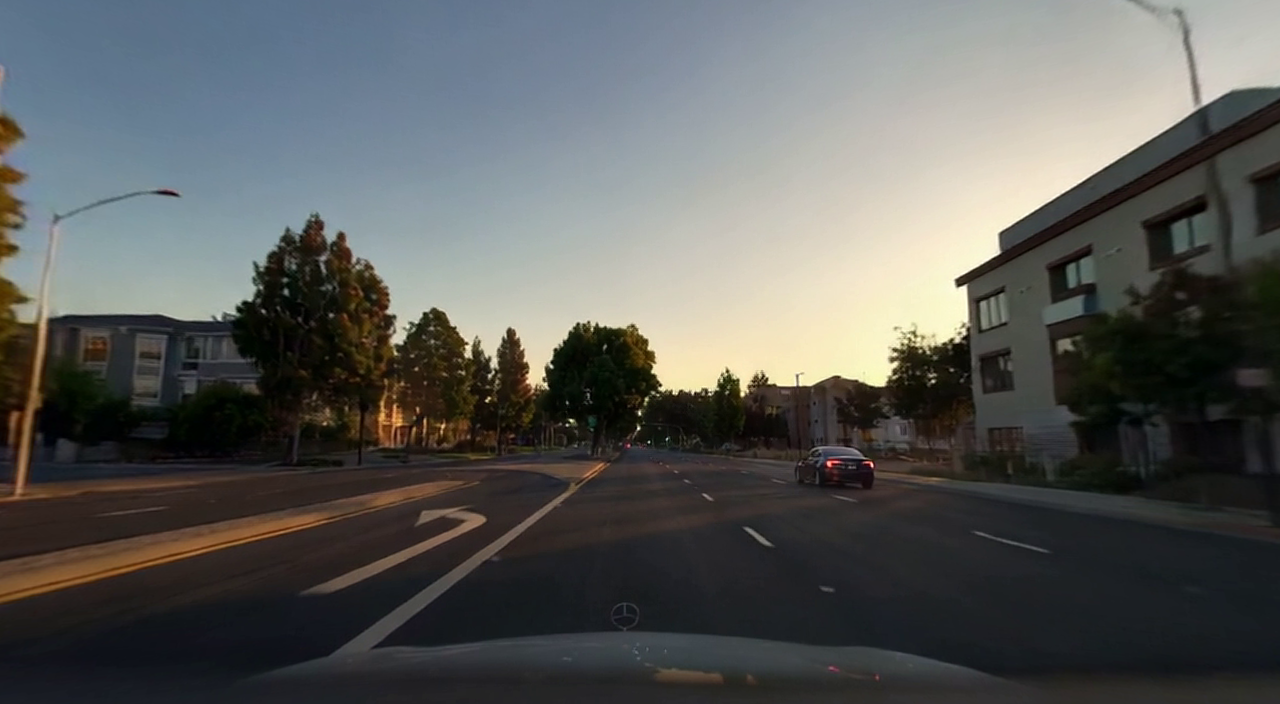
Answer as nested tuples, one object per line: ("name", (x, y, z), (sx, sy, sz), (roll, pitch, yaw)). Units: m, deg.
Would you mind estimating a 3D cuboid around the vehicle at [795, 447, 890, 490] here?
("vehicle", (7.458, 4.307, 23.726), (2.054, 1.421, 4.487), (0, -8, -1))
